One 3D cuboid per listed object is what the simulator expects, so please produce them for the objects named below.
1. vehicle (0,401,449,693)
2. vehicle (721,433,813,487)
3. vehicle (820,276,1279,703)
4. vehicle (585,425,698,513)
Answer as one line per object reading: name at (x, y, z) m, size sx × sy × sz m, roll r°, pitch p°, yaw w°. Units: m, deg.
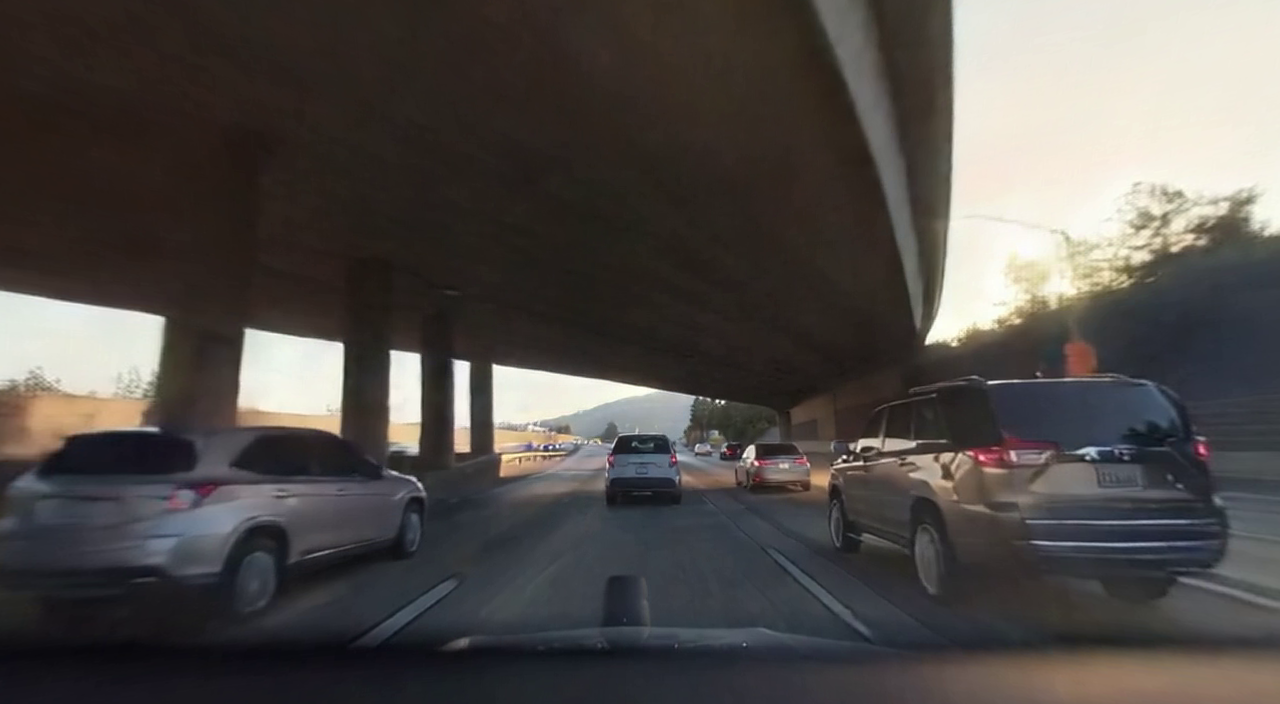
vehicle at (-3.538, 1.370, 5.704) m, size 2.011 × 1.510 × 4.698 m, roll 0°, pitch -9°, yaw 1°
vehicle at (4.158, 3.625, 21.343) m, size 2.210 × 1.625 × 4.249 m, roll 0°, pitch -9°, yaw -1°
vehicle at (3.868, 1.093, 5.709) m, size 2.732 × 2.065 × 5.826 m, roll 0°, pitch -9°, yaw 0°
vehicle at (0.028, 2.495, 13.835) m, size 2.099 × 1.640 × 4.134 m, roll 0°, pitch -9°, yaw 0°
